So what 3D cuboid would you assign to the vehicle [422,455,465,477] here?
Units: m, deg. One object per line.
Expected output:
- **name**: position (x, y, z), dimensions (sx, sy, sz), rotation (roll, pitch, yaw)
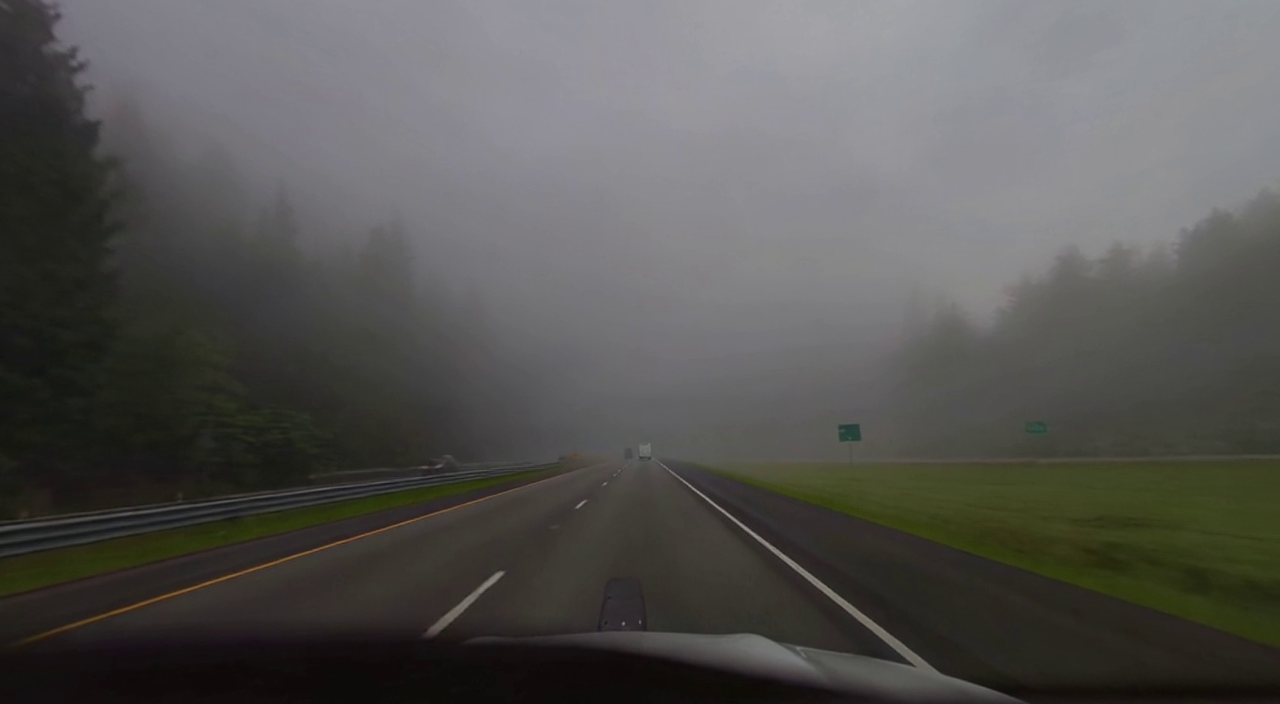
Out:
- **vehicle**: position (-14.786, 8.579, 47.599), dimensions (1.831, 1.543, 4.034), rotation (0, -9, 2)
